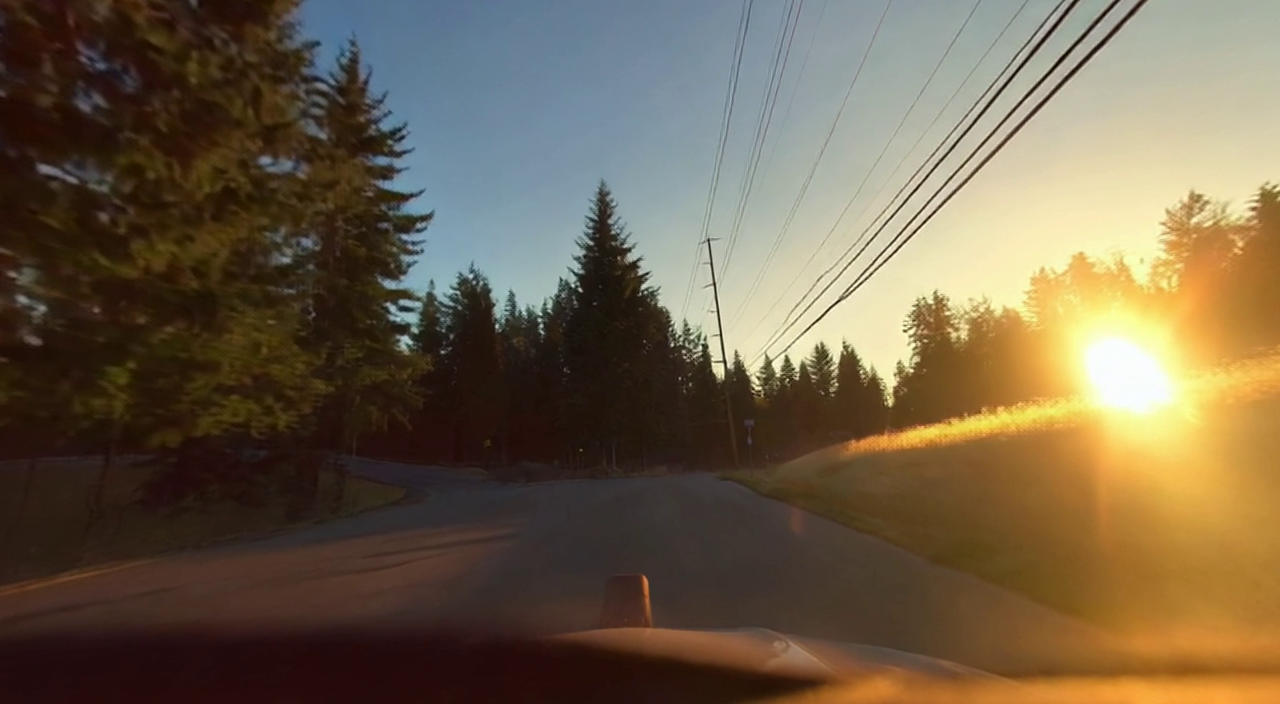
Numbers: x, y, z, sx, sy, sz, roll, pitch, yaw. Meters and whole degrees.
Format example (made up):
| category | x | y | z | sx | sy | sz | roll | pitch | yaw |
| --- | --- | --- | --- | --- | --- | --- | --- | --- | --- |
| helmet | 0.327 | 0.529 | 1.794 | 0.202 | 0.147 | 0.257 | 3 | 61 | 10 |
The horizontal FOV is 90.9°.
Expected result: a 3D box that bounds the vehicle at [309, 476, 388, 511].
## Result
| category | x | y | z | sx | sy | sz | roll | pitch | yaw |
| --- | --- | --- | --- | --- | --- | --- | --- | --- | --- |
| vehicle | -16.322 | 7.866 | 35.279 | 4.043 | 1.673 | 1.970 | -5 | -10 | 30 |
